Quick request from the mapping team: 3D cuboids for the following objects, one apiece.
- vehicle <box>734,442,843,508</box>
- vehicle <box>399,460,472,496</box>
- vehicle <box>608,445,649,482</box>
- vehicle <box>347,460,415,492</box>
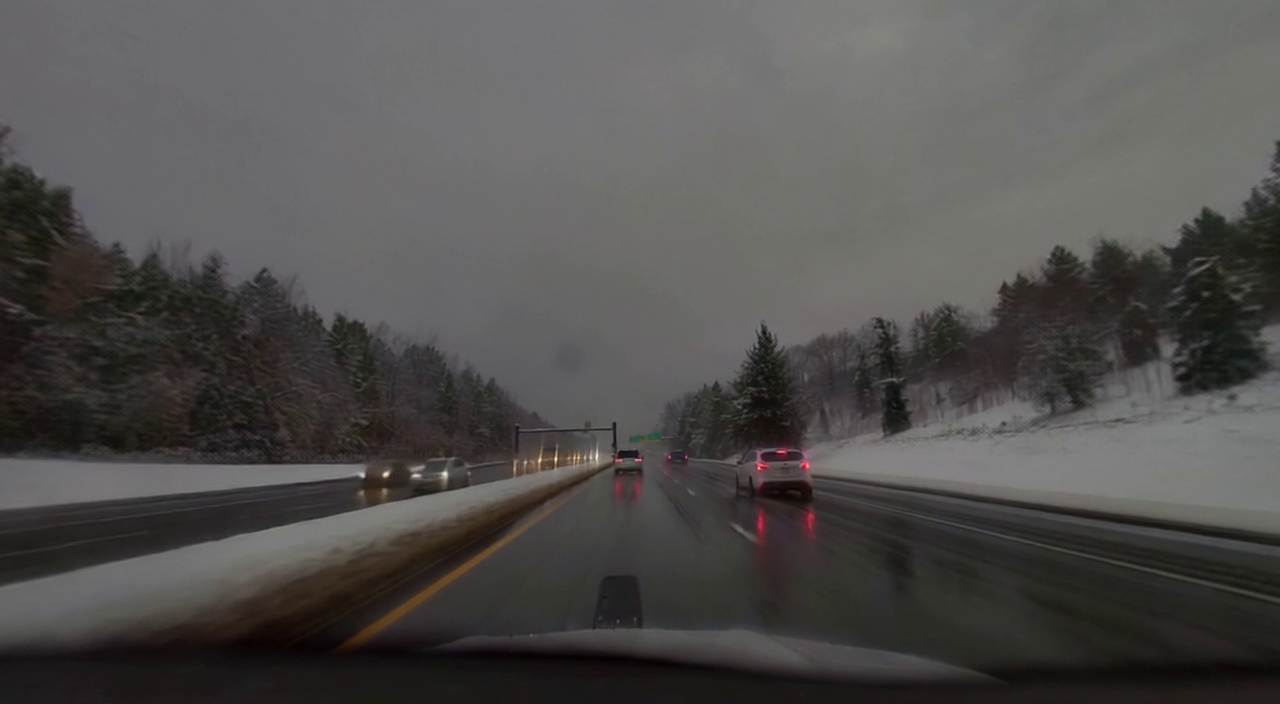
[{"bbox_3d":[3.818,3.230,16.947,1.843,1.505,4.339,0,-9,-1],"label":"vehicle"},{"bbox_3d":[-9.709,5.980,30.138,1.929,1.492,4.486,-1,-9,1],"label":"vehicle"},{"bbox_3d":[-0.530,5.524,31.456,1.937,1.699,3.936,0,-9,0],"label":"vehicle"},{"bbox_3d":[-13.511,6.457,32.899,1.837,1.495,3.979,-1,-9,0],"label":"vehicle"}]
